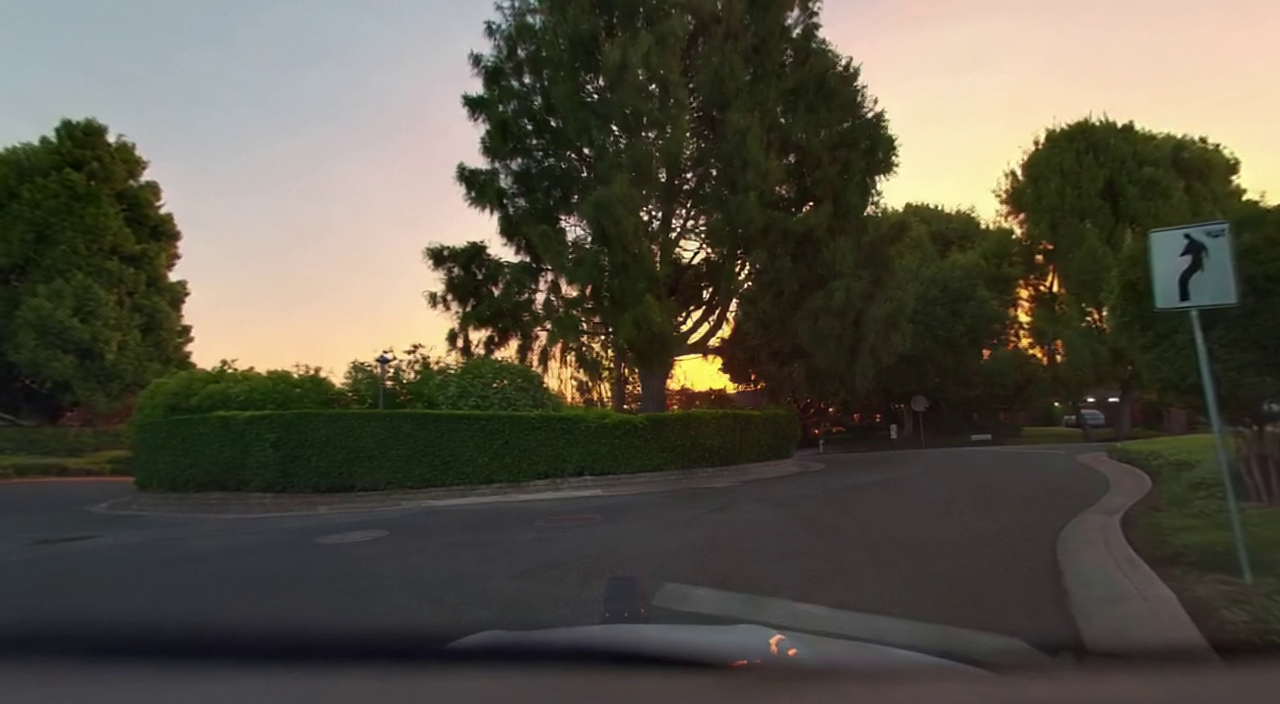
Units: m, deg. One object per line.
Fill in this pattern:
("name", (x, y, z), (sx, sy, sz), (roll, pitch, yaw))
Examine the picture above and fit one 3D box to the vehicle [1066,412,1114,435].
("vehicle", (32.213, 5.095, 45.222), (1.802, 1.548, 3.501), (-3, -6, 20))
